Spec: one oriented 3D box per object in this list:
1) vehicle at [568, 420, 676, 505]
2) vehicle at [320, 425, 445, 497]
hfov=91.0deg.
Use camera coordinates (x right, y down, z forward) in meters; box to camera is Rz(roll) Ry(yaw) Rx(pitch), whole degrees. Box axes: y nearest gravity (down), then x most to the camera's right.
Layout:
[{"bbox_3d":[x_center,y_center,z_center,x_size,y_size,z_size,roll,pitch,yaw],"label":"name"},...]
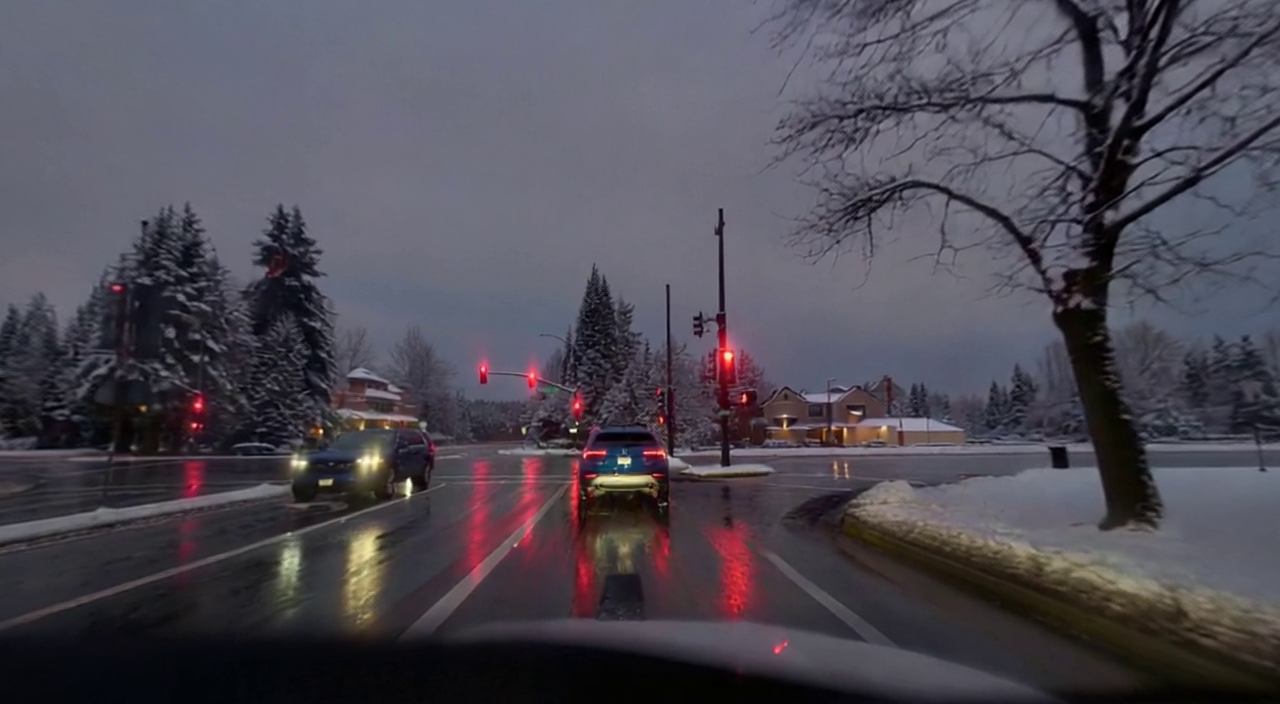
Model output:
[{"bbox_3d":[-0.527,2.521,14.742,2.154,1.670,4.140,1,-8,-5],"label":"vehicle"},{"bbox_3d":[-6.811,2.916,17.179,2.020,1.695,4.187,1,-8,-6],"label":"vehicle"}]
